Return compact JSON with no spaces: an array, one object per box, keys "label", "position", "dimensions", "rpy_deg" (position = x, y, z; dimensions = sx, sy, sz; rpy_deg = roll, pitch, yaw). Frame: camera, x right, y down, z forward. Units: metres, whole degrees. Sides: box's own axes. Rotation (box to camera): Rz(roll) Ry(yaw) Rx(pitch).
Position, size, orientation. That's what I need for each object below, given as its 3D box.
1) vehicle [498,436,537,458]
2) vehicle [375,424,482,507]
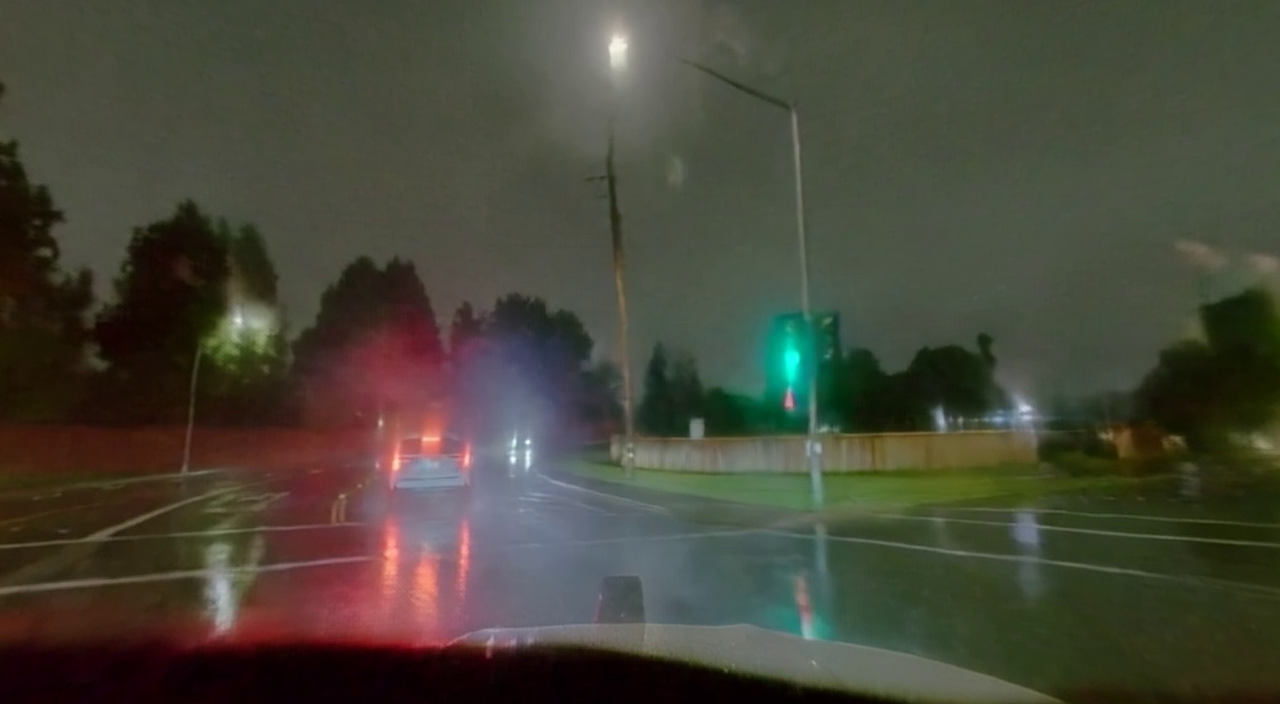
[{"label":"vehicle","position":[-8.696,6.770,45.230],"dimensions":[1.929,1.476,4.655],"rpy_deg":[0,-8,-1]},{"label":"vehicle","position":[-5.416,2.886,16.599],"dimensions":[2.230,1.827,4.580],"rpy_deg":[2,-9,-15]}]
